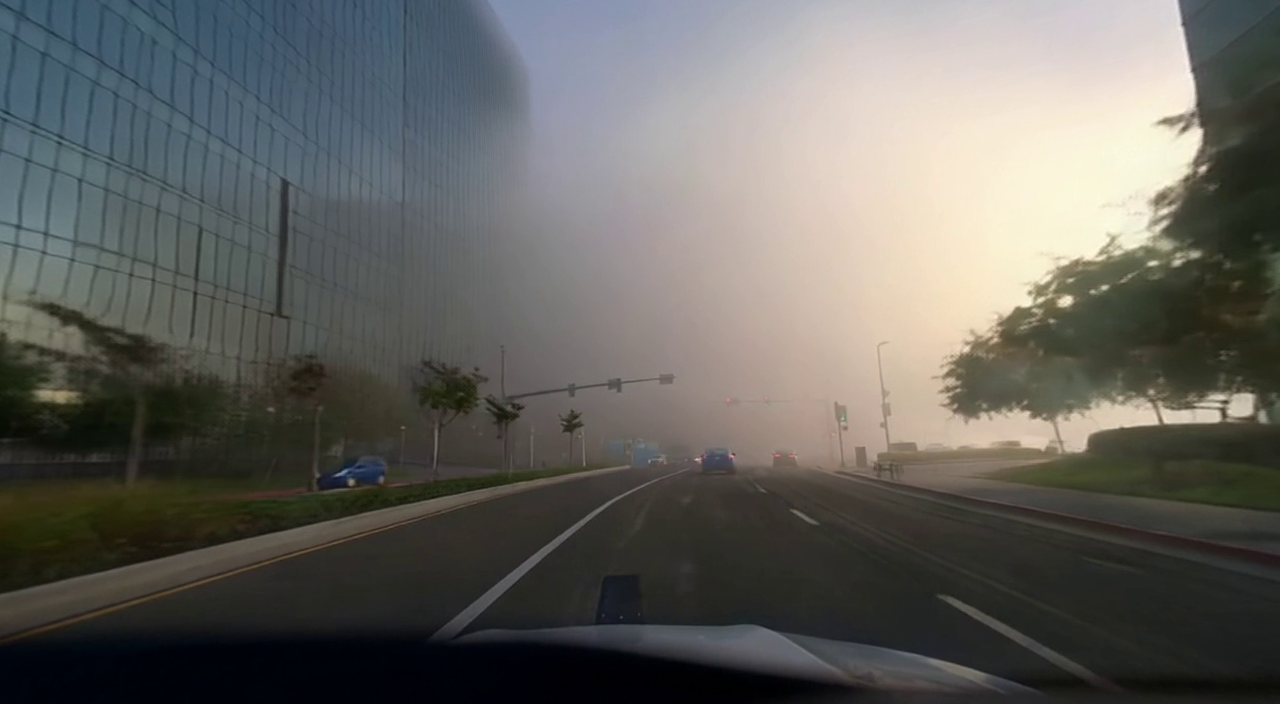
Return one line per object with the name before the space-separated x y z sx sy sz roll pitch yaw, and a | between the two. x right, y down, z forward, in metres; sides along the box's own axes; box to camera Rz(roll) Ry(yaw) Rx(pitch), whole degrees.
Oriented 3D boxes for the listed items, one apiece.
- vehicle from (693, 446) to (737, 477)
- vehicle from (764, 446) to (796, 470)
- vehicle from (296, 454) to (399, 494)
vehicle | 4.060 5.799 33.553 2.127 1.497 4.020 -2 -9 9
vehicle | 9.127 6.968 41.367 1.916 1.492 3.911 -2 -9 11
vehicle | -13.234 5.528 28.892 1.926 1.619 4.649 -2 -9 9
